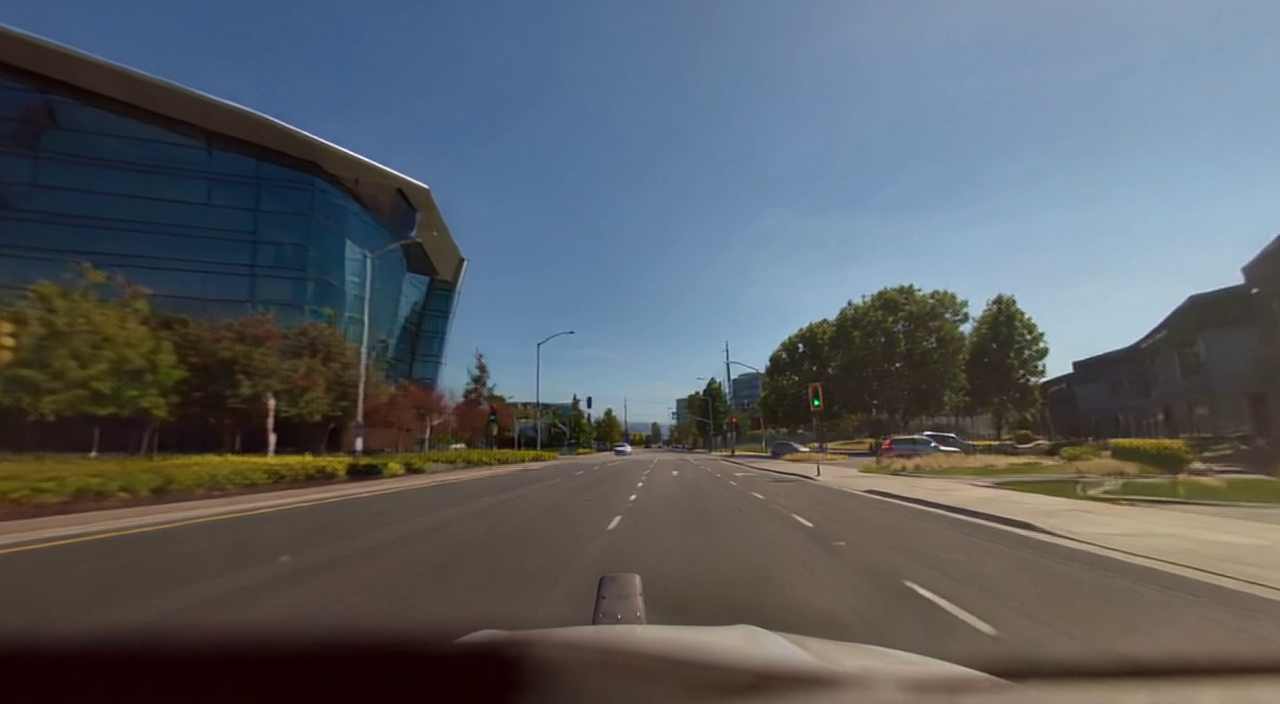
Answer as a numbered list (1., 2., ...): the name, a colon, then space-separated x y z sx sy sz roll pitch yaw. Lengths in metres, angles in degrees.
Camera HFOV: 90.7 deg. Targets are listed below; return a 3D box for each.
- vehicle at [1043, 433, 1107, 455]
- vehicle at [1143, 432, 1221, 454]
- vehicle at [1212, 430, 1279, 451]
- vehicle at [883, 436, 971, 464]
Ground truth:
1. vehicle: 30.755 6.517 44.887 1.805 1.466 4.236 -1 -8 4
2. vehicle: 38.456 6.475 45.026 1.828 1.452 4.242 0 -8 1
3. vehicle: 43.354 6.295 44.813 1.758 1.451 4.282 0 -8 2
4. vehicle: 15.611 5.338 34.605 3.991 1.437 1.679 0 -8 3
